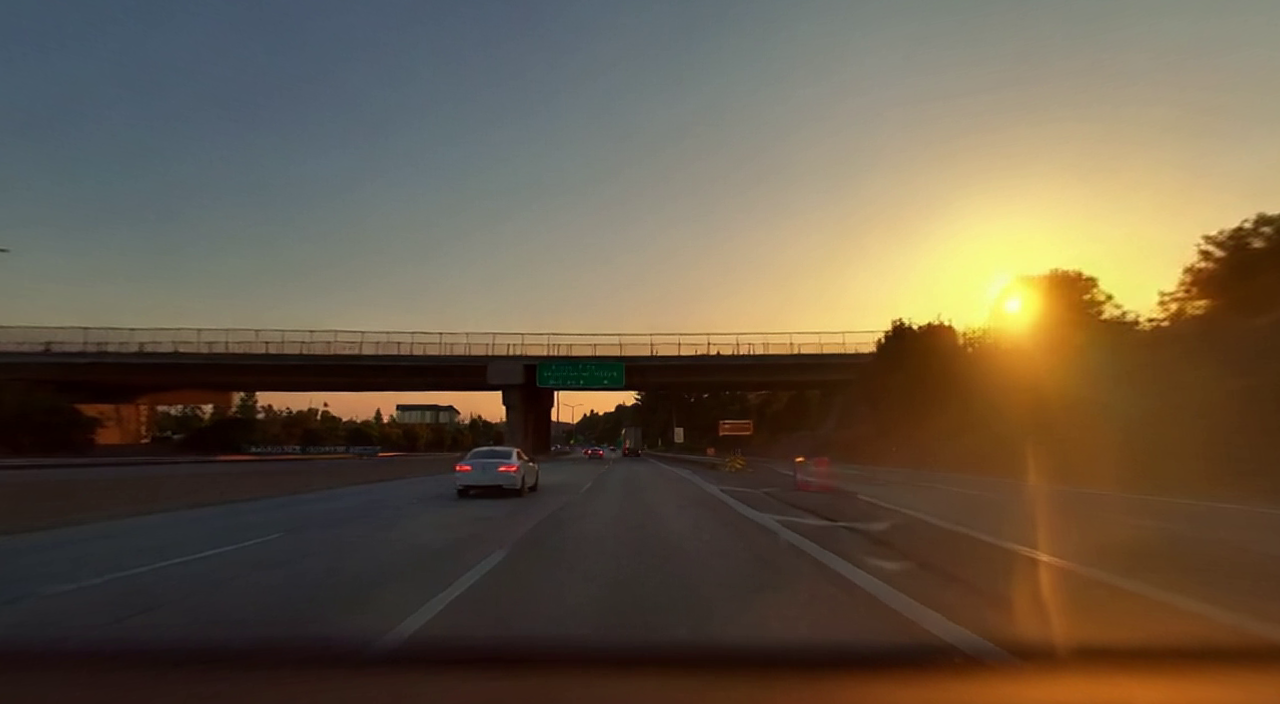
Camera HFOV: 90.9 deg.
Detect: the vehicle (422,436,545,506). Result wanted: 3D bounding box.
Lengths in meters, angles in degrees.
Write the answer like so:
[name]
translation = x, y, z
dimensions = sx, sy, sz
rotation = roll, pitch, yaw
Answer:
[vehicle]
translation = -3.837, 3.010, 16.284
dimensions = 2.070, 1.564, 4.145
rotation = 0, -9, 1
